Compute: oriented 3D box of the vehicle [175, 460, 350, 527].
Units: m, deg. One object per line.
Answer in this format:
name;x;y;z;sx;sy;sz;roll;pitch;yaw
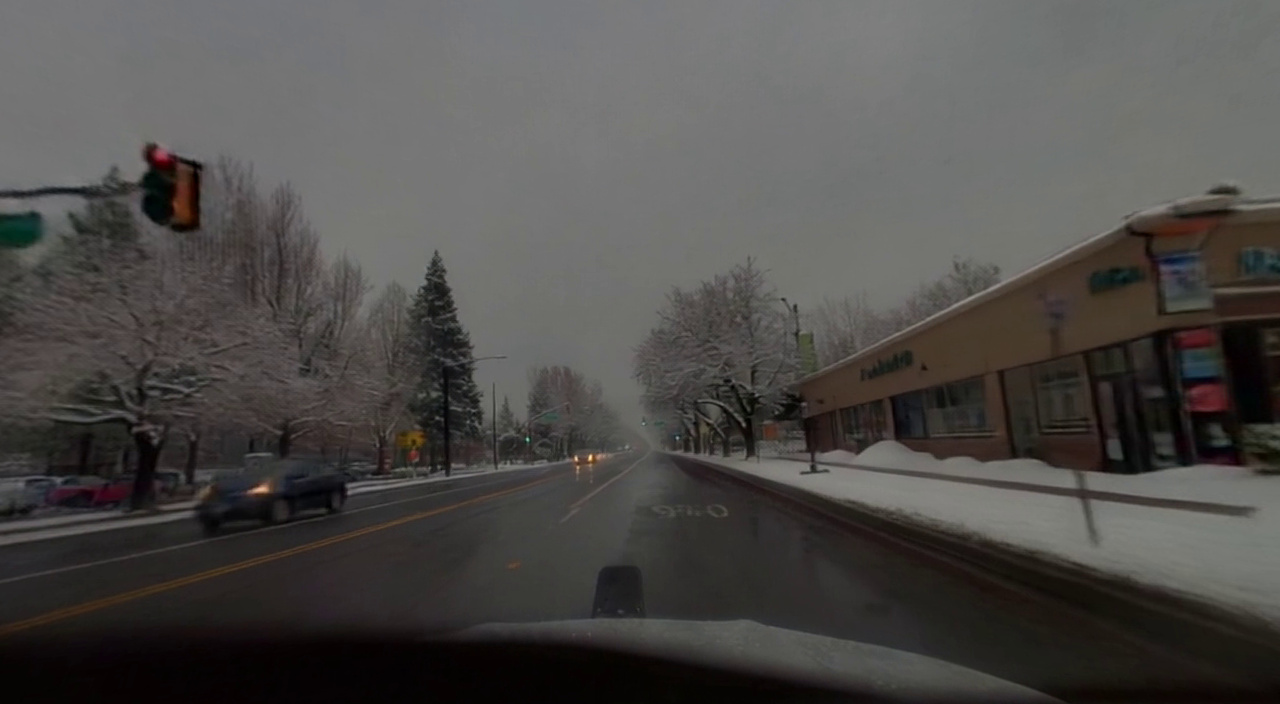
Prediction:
vehicle;-10.255;3.843;17.601;1.889;1.499;4.541;-1;-9;3
